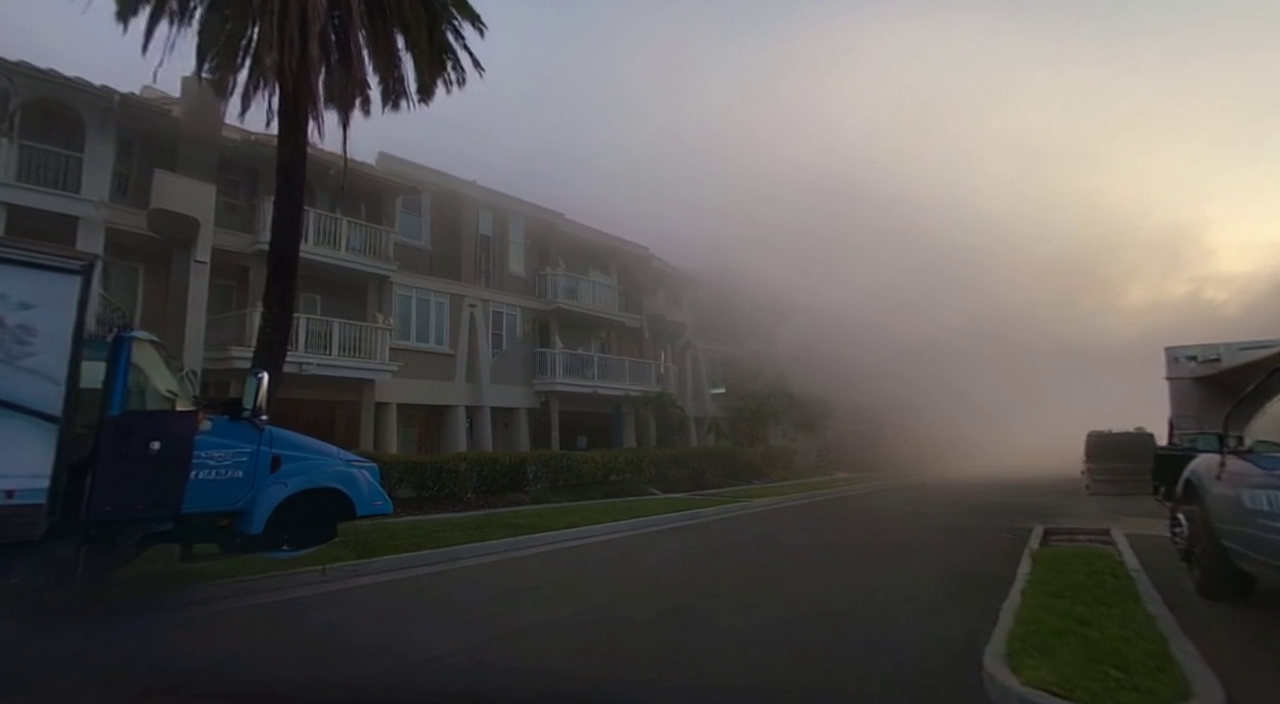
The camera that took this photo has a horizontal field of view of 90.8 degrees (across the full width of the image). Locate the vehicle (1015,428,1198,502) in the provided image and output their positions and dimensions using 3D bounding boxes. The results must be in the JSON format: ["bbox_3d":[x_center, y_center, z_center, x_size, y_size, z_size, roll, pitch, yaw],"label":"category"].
[{"bbox_3d":[19.290,4.584,26.419,5.872,2.468,2.864,-2,-8,38],"label":"vehicle"}]

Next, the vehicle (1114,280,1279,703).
[{"bbox_3d":[4.811,0.860,3.657,2.418,2.078,5.866,-5,-10,29],"label":"vehicle"}]

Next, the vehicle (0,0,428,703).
[{"bbox_3d":[-5.549,-0.507,0.210,2.998,3.659,10.517,-6,-10,34],"label":"vehicle"}]
